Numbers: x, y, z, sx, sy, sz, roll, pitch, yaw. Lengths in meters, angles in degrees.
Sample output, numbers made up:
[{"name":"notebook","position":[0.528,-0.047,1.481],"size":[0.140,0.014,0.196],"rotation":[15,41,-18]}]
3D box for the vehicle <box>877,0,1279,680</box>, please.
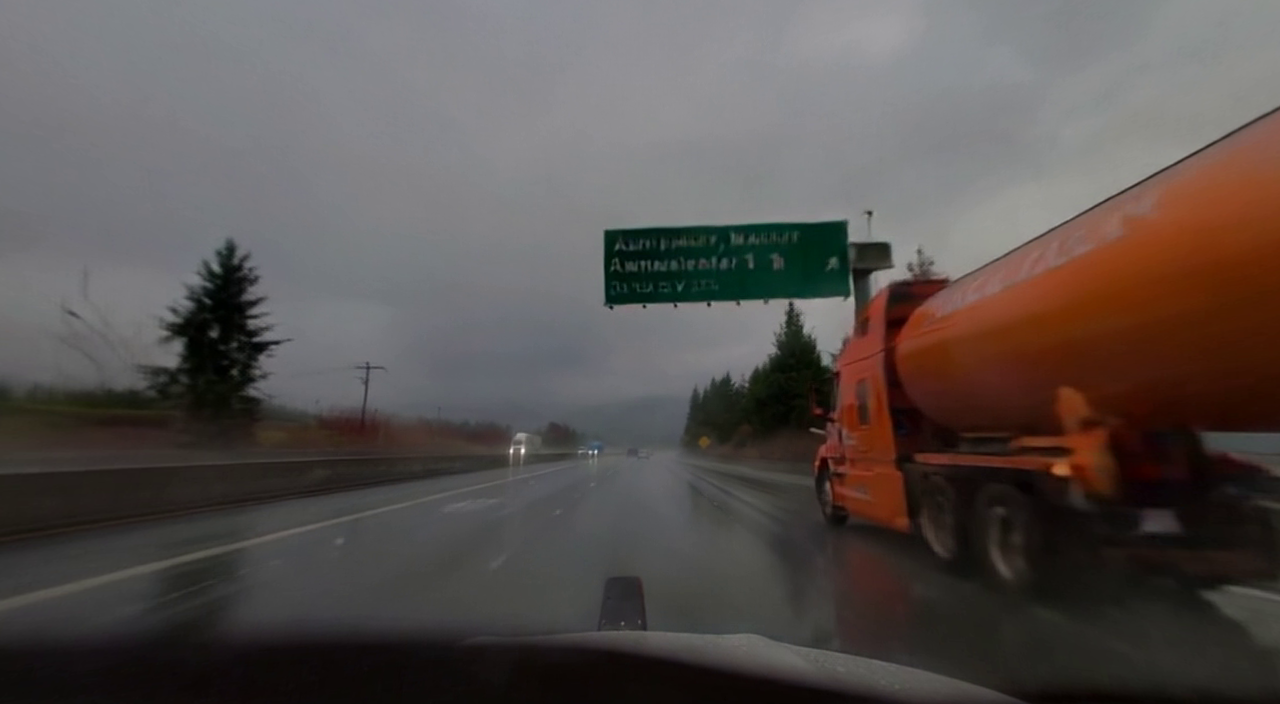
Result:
[{"name":"vehicle","position":[4.338,-0.952,0.532],"size":[2.784,4.080,13.516],"rotation":[-2,-9,-1]}]
